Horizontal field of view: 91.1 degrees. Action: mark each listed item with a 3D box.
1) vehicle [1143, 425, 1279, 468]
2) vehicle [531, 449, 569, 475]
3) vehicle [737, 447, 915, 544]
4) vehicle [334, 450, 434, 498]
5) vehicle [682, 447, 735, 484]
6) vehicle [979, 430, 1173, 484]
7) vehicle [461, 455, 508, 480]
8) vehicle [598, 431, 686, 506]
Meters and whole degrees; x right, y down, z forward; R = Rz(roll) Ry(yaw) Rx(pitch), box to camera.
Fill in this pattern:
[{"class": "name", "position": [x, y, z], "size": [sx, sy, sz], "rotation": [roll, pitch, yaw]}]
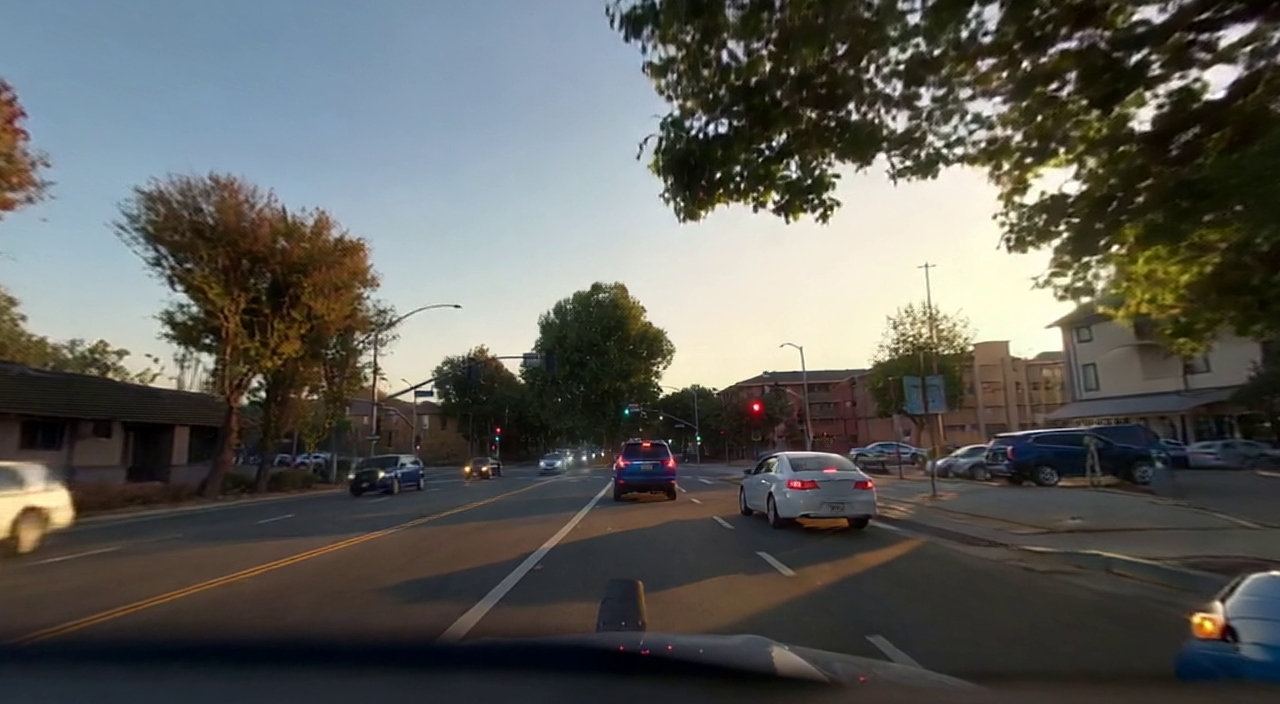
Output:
[{"class": "vehicle", "position": [26.776, 4.394, 29.275], "size": [4.704, 1.919, 2.130], "rotation": [0, -9, -1]}, {"class": "vehicle", "position": [-6.494, 7.969, 45.732], "size": [2.092, 1.802, 4.270], "rotation": [0, -9, 1]}, {"class": "vehicle", "position": [3.244, 2.565, 12.018], "size": [1.900, 1.478, 4.425], "rotation": [0, -9, -2]}, {"class": "vehicle", "position": [-10.394, 4.944, 25.968], "size": [2.161, 1.764, 4.725], "rotation": [0, -9, -1]}, {"class": "vehicle", "position": [3.382, 5.692, 31.840], "size": [2.138, 1.729, 4.178], "rotation": [0, -9, -1]}, {"class": "vehicle", "position": [13.695, 3.301, 19.927], "size": [4.648, 1.583, 2.018], "rotation": [0, -9, -2]}, {"class": "vehicle", "position": [-10.138, 7.546, 41.226], "size": [1.962, 1.458, 4.505], "rotation": [0, -9, 0]}, {"class": "vehicle", "position": [0.032, 3.370, 18.583], "size": [2.296, 1.947, 4.168], "rotation": [0, -9, -1]}]
